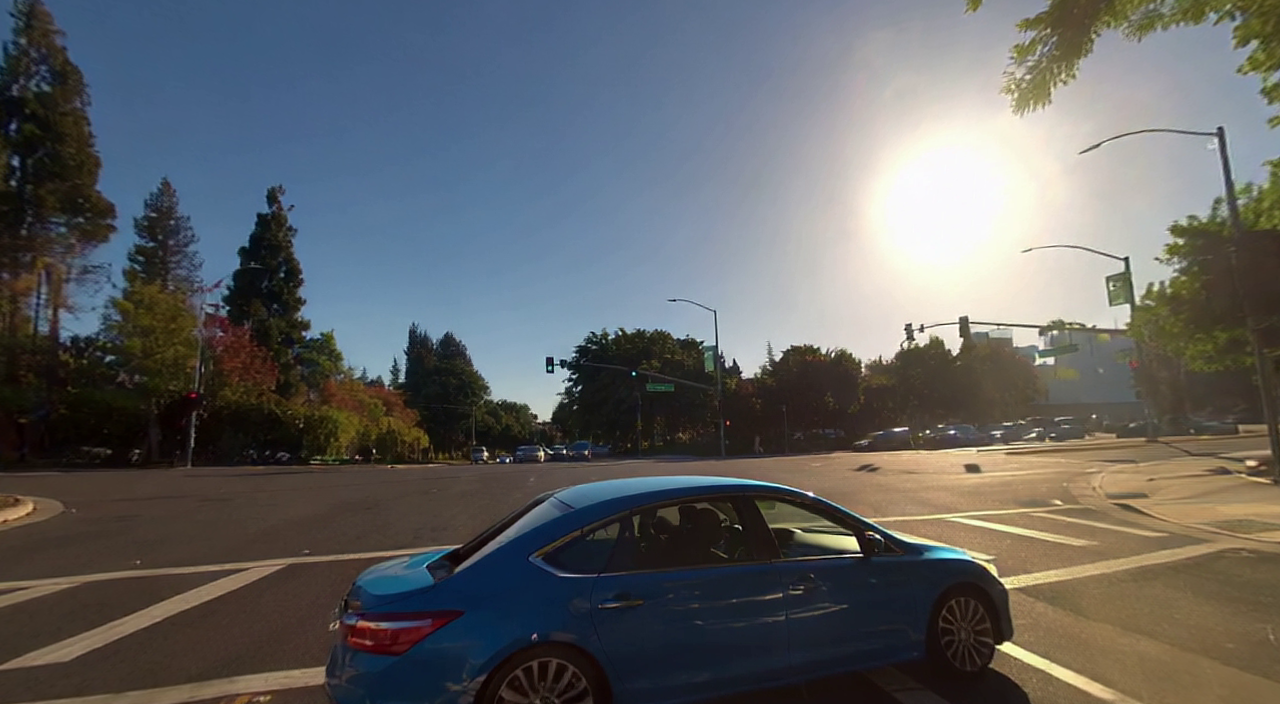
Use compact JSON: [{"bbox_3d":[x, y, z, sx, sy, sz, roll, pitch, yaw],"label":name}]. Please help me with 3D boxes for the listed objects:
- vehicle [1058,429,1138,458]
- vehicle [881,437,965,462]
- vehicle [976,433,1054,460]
[{"bbox_3d":[36.074,7.213,49.737,6.148,2.119,2.473,4,-10,-28],"label":"vehicle"},{"bbox_3d":[18.656,6.433,41.637,5.234,1.549,1.982,4,-9,-24],"label":"vehicle"},{"bbox_3d":[26.910,6.741,45.283,5.032,1.828,2.183,4,-9,-24],"label":"vehicle"}]
